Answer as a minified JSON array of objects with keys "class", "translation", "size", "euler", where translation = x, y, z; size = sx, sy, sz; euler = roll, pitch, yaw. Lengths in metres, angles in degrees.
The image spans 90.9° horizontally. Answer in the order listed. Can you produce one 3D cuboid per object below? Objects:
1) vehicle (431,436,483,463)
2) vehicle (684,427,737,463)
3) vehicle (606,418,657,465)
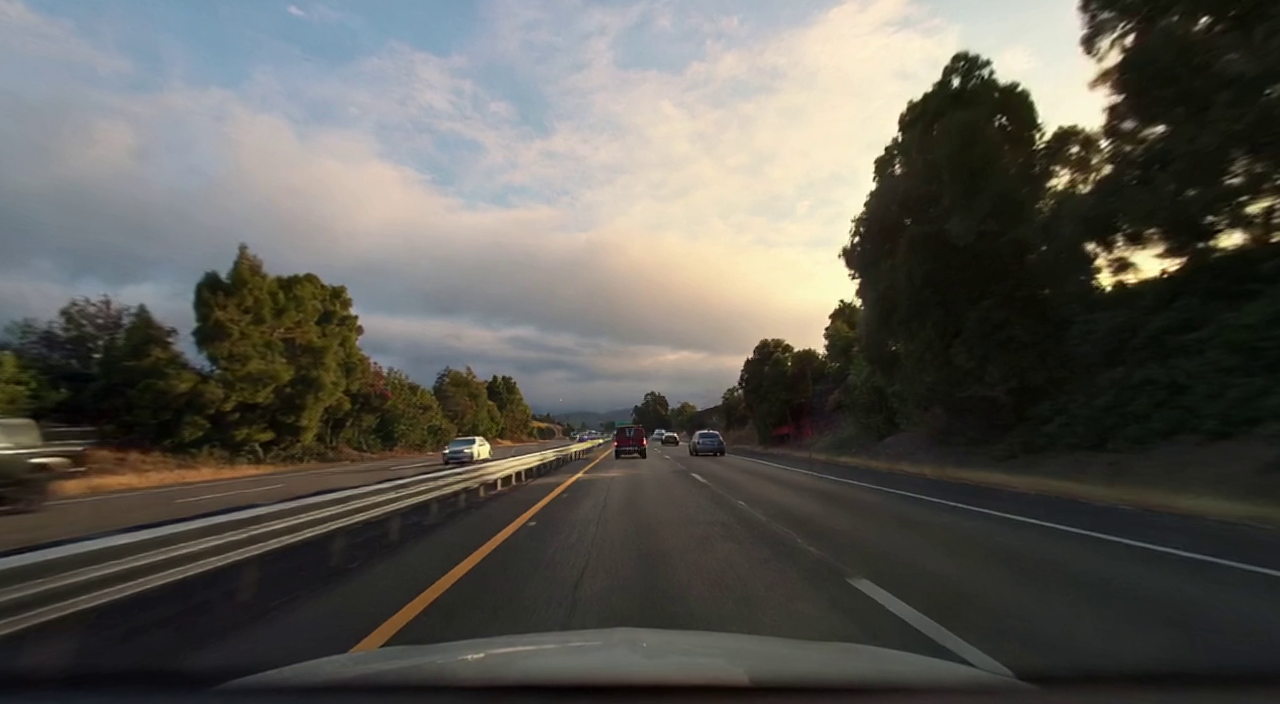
[{"class":"vehicle","translation":[-10.808,5.781,37.503],"size":[1.888,1.486,4.330],"euler":[0,-8,-2]},{"class":"vehicle","translation":[3.349,4.516,30.749],"size":[1.981,1.606,3.956],"euler":[0,-8,-2]},{"class":"vehicle","translation":[-0.433,4.277,30.315],"size":[2.270,2.044,4.633],"euler":[0,-8,-2]}]
